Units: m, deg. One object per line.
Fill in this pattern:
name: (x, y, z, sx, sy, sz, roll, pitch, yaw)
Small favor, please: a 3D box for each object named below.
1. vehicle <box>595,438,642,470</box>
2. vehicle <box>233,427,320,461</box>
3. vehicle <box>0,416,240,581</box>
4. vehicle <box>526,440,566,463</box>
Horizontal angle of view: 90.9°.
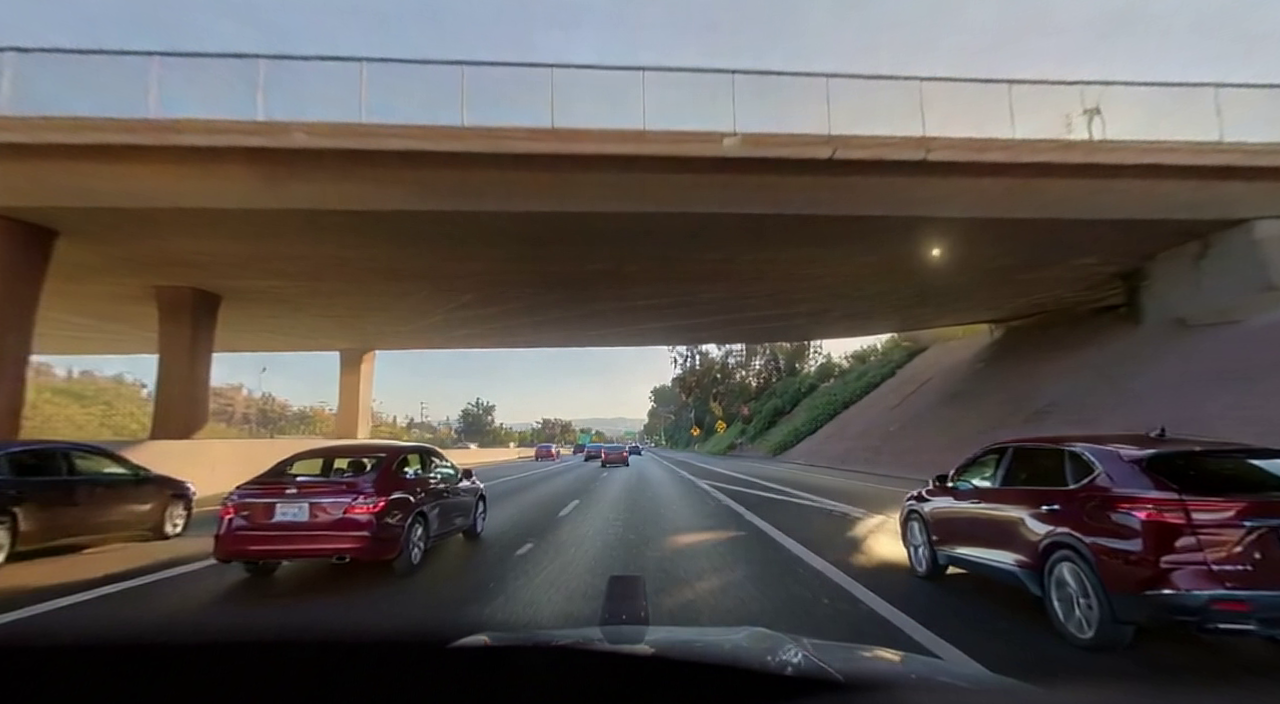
vehicle: (-1.094, 5.612, 34.763, 2.210, 1.628, 4.586, -1, -8, 3)
vehicle: (-19.980, 5.117, 34.929, 2.109, 1.744, 4.556, 0, -8, -1)
vehicle: (-7.210, 1.546, 6.984, 2.235, 1.554, 4.976, 0, -8, 1)
vehicle: (-6.688, 7.166, 45.460, 2.069, 1.551, 4.830, 0, -8, 1)
